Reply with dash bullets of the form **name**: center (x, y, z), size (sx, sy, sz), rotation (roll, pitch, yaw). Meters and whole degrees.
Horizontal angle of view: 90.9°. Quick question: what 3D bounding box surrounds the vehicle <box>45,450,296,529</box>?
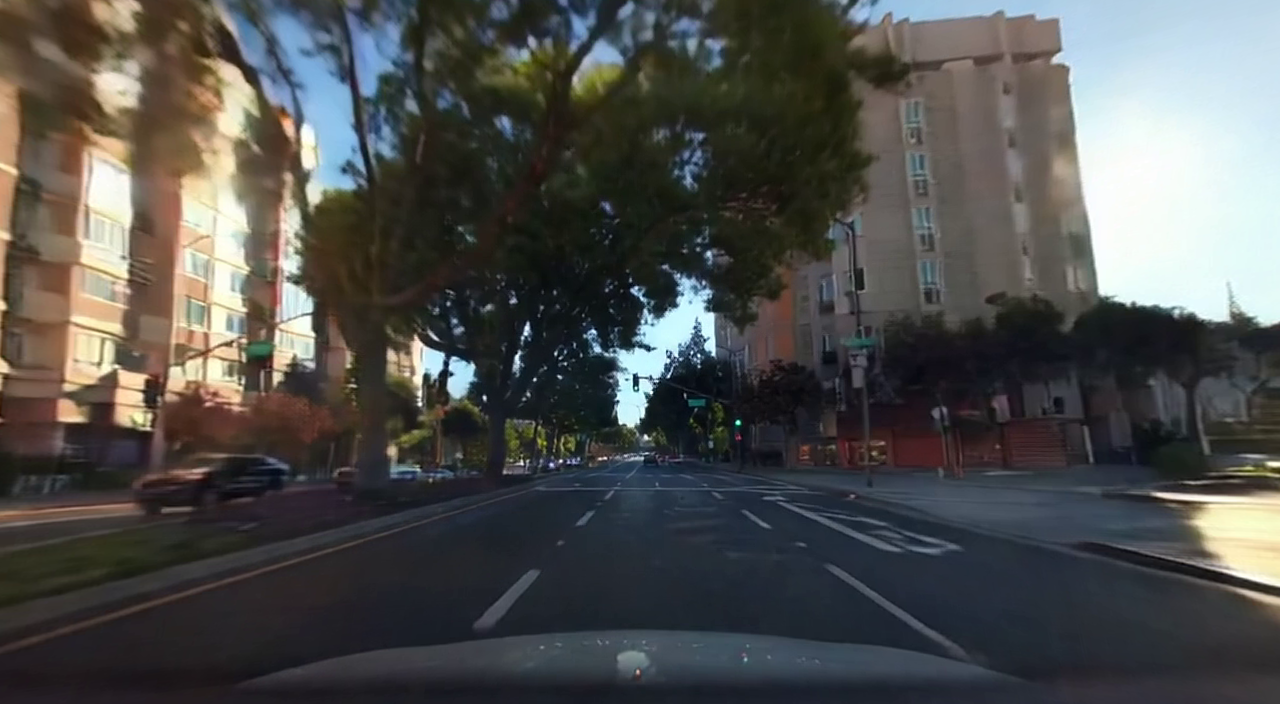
- **vehicle**: center (-10.388, 3.038, 14.577), size (2.004, 1.469, 4.724), rotation (-1, -9, 3)

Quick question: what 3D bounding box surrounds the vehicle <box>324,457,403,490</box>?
- **vehicle**: center (-13.612, 5.959, 31.278), size (1.833, 1.444, 4.325), rotation (0, -9, 2)
